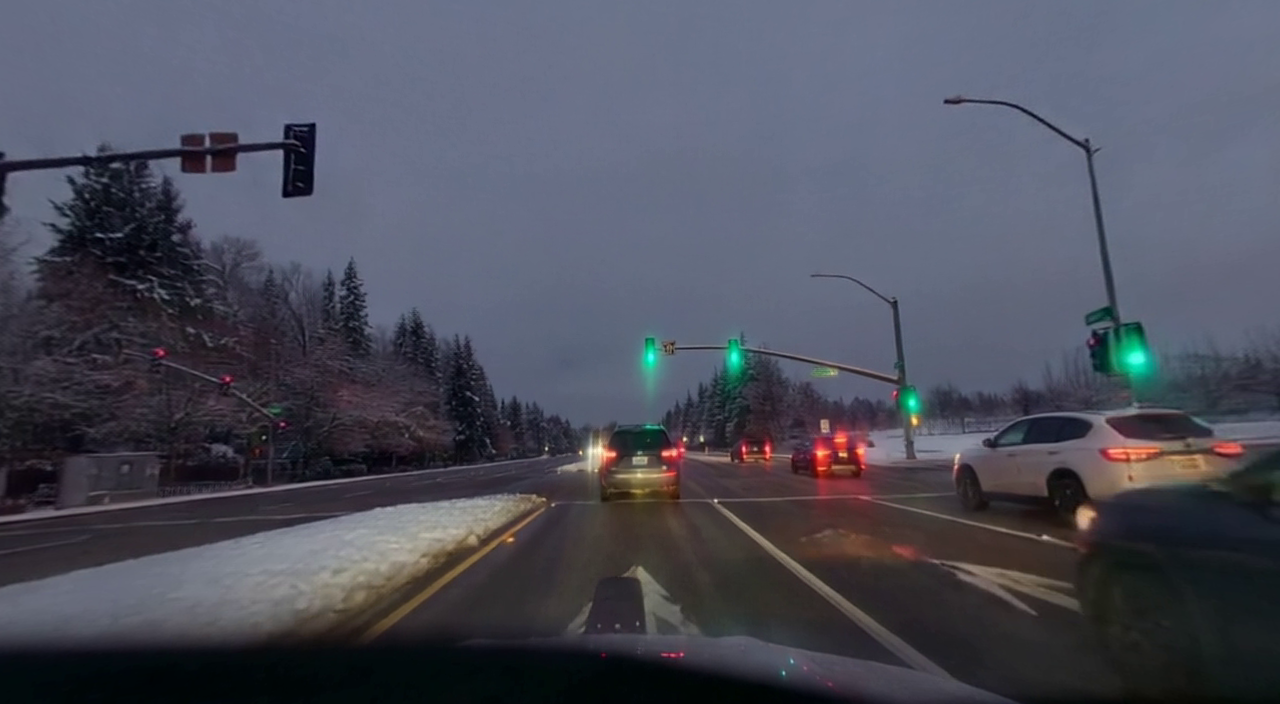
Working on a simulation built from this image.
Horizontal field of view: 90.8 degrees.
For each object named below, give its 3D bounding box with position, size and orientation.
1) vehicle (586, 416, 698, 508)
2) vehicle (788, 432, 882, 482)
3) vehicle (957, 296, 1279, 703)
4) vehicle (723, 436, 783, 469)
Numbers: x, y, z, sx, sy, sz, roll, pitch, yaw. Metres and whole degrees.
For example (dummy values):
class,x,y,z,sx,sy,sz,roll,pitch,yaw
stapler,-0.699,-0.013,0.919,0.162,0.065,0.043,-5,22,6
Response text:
class,x,y,z,sx,sy,sz,roll,pitch,yaw
vehicle,-0.002,2.626,15.403,2.353,1.894,4.122,0,-9,-1
vehicle,7.067,3.851,23.401,2.025,1.642,4.189,0,-9,-1
vehicle,3.470,0.647,2.149,2.057,1.788,5.216,0,-9,0
vehicle,6.514,5.899,37.066,2.440,1.775,4.791,0,-9,-2
